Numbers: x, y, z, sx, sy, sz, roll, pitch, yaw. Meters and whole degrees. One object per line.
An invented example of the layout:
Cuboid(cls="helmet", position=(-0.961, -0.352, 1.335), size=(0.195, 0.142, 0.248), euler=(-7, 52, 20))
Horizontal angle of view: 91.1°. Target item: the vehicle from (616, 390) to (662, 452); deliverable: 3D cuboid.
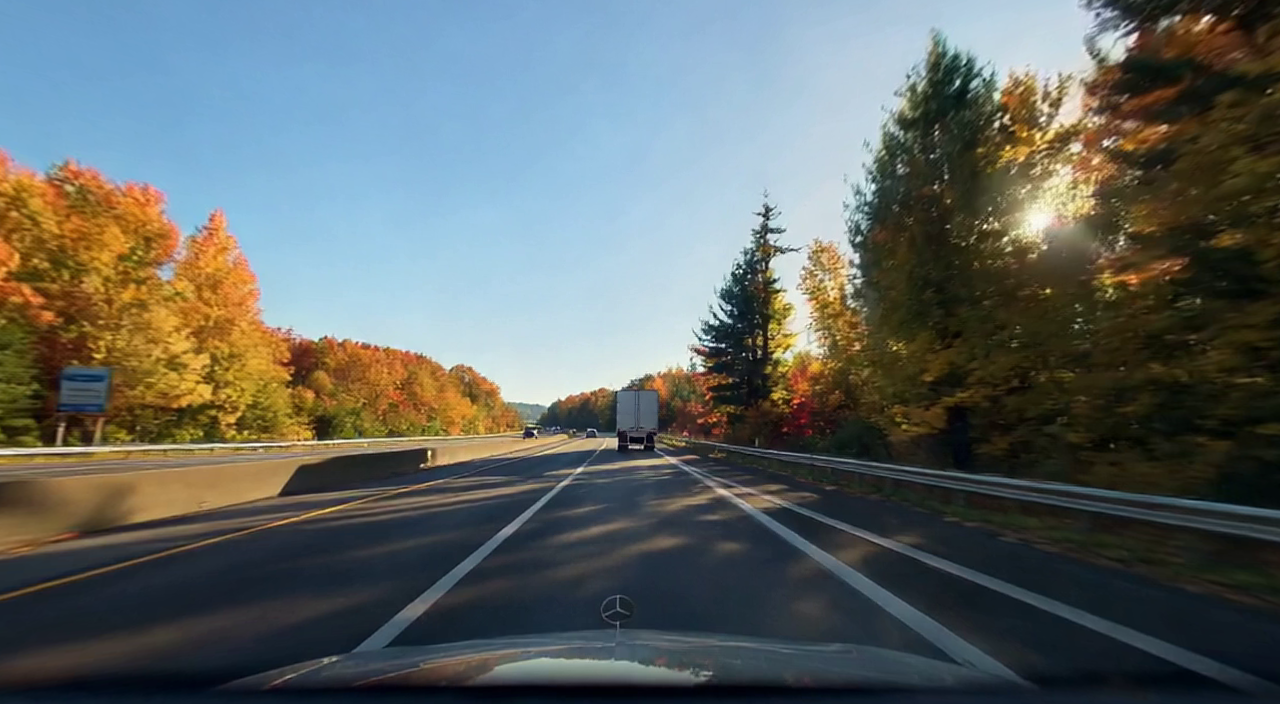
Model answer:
Cuboid(cls="vehicle", position=(-0.227, 5.278, 46.910), size=(3.013, 4.016, 11.496), euler=(0, -8, -2))
